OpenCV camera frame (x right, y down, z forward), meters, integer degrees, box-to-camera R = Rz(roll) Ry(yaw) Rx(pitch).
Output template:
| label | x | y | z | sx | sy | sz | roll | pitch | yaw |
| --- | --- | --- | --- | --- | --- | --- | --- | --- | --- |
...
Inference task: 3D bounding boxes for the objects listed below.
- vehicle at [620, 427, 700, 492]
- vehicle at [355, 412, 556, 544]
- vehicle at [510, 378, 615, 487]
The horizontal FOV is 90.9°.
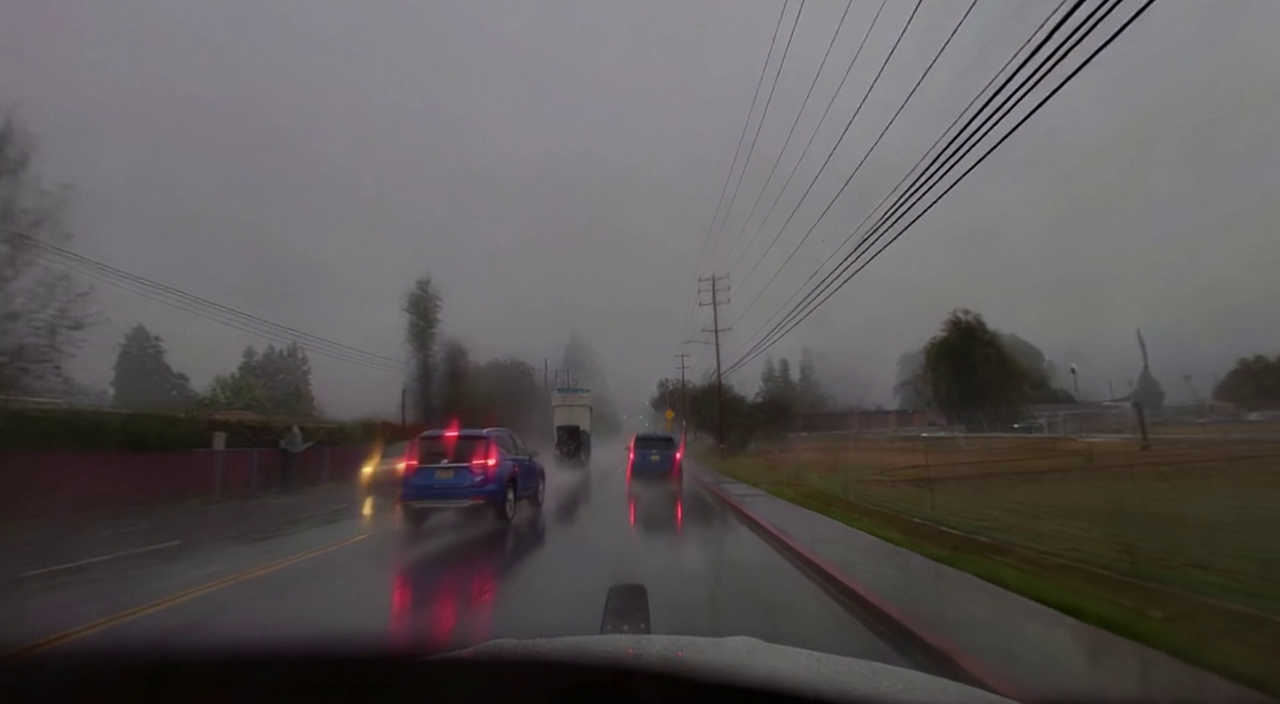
| label | x | y | z | sx | sy | sz | roll | pitch | yaw |
| --- | --- | --- | --- | --- | --- | --- | --- | --- | --- |
| vehicle | 0.577 | 3.232 | 19.204 | 2.174 | 1.749 | 4.113 | 0 | -9 | 1 |
| vehicle | -2.898 | 2.109 | 11.161 | 2.093 | 1.832 | 4.508 | 0 | -9 | 1 |
| vehicle | -2.792 | 3.511 | 26.653 | 2.928 | 3.658 | 10.953 | 0 | -9 | 1 |
